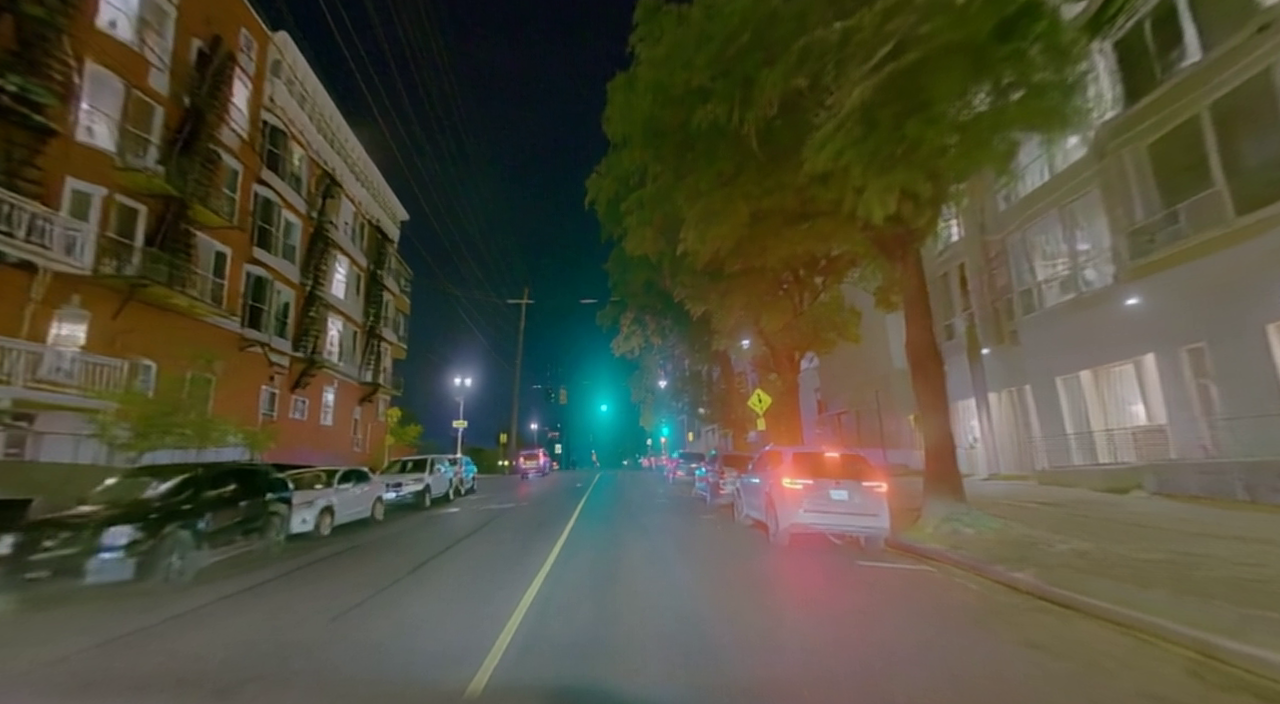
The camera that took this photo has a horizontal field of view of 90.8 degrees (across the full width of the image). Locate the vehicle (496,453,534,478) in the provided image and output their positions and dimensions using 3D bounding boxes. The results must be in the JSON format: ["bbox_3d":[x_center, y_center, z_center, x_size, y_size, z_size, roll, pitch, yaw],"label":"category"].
[{"bbox_3d":[-8.246,7.534,42.151,1.968,1.450,4.271,0,-9,-4],"label":"vehicle"}]

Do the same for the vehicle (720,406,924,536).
[{"bbox_3d":[2.927,2.249,11.430,1.994,1.857,4.393,1,-14,-5],"label":"vehicle"}]

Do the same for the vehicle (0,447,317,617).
[{"bbox_3d":[-6.330,2.159,8.601,1.996,1.695,4.127,0,-9,-6],"label":"vehicle"}]
